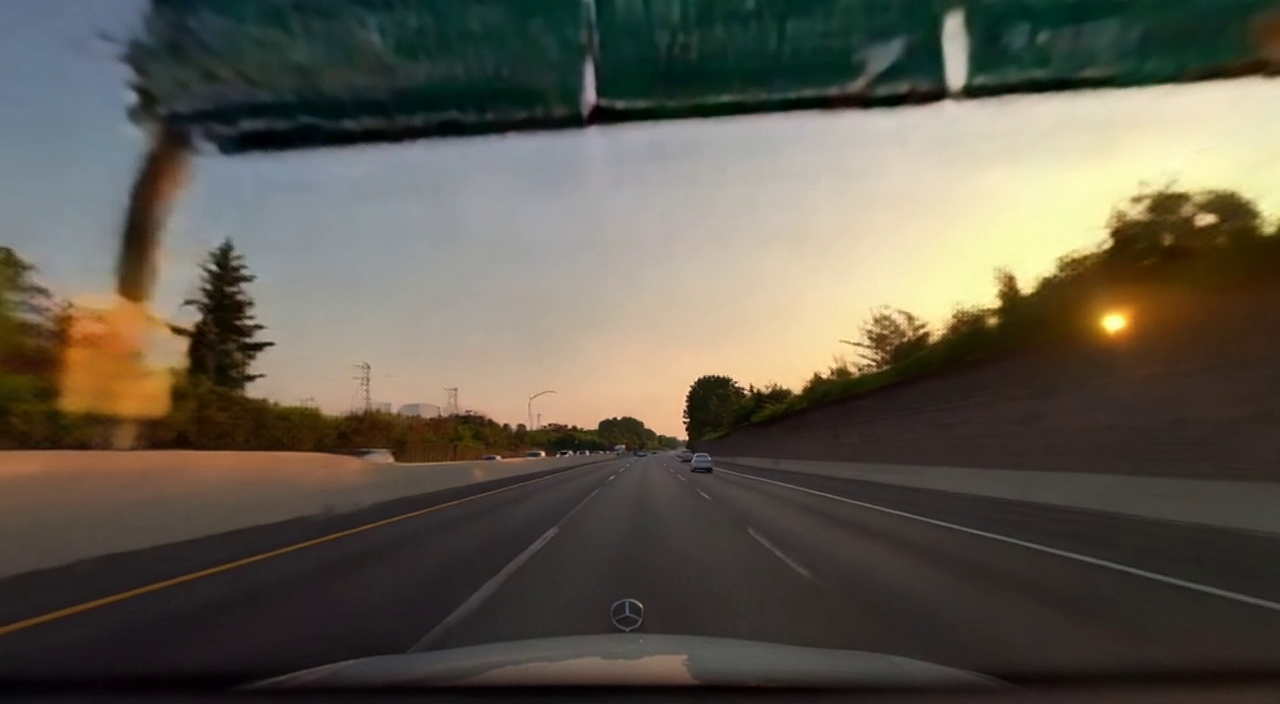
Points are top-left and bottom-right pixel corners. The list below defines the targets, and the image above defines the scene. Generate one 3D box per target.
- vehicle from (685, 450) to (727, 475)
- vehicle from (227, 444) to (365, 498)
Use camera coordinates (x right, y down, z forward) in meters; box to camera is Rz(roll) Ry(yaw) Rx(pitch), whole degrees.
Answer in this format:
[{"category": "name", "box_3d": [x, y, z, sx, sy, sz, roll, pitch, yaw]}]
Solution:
[{"category": "vehicle", "box_3d": [3.836, 6.499, 37.338, 2.065, 1.400, 4.028, 0, -9, 0]}, {"category": "vehicle", "box_3d": [-10.626, 3.678, 19.902, 1.883, 1.512, 4.306, 0, -9, 0]}]
